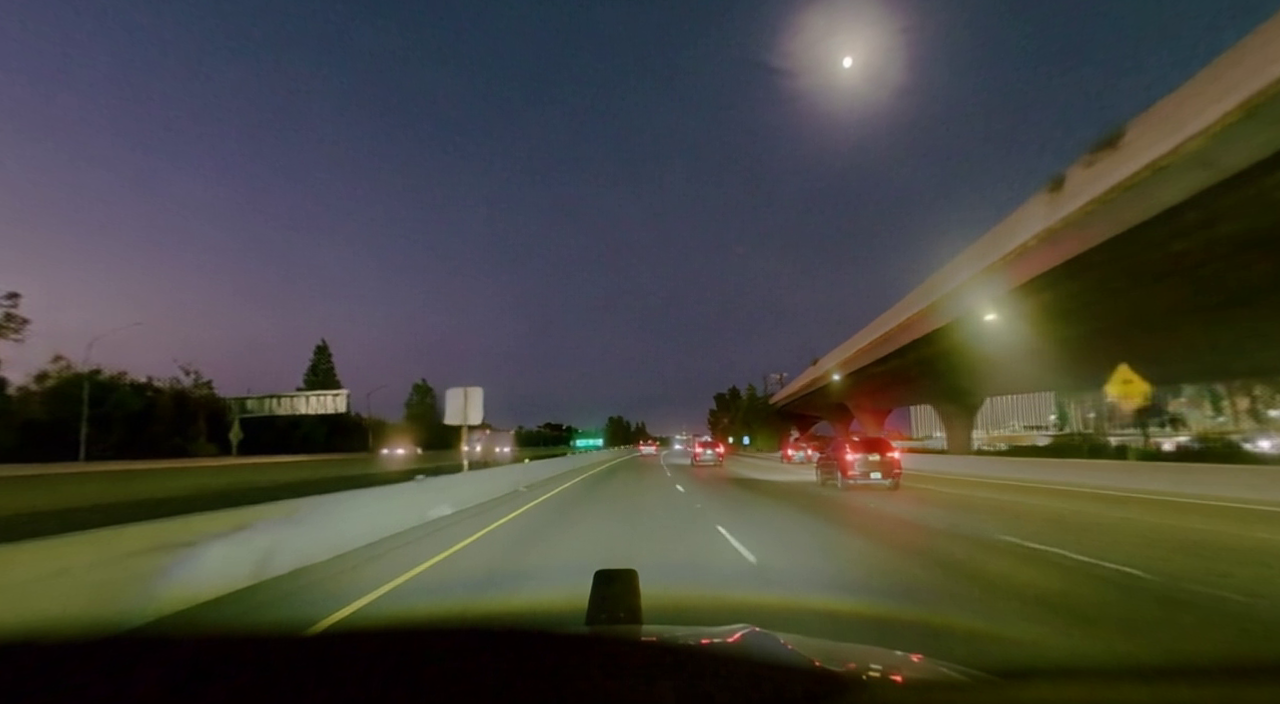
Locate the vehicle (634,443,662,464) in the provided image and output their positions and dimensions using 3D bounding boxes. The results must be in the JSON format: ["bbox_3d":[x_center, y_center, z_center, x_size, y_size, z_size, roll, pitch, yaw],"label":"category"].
[{"bbox_3d":[0.597,7.541,47.066,2.046,1.475,3.784,0,-8,1],"label":"vehicle"}]

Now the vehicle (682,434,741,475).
[{"bbox_3d":[3.354,4.930,30.616,2.226,1.779,4.835,0,-9,-1],"label":"vehicle"}]
